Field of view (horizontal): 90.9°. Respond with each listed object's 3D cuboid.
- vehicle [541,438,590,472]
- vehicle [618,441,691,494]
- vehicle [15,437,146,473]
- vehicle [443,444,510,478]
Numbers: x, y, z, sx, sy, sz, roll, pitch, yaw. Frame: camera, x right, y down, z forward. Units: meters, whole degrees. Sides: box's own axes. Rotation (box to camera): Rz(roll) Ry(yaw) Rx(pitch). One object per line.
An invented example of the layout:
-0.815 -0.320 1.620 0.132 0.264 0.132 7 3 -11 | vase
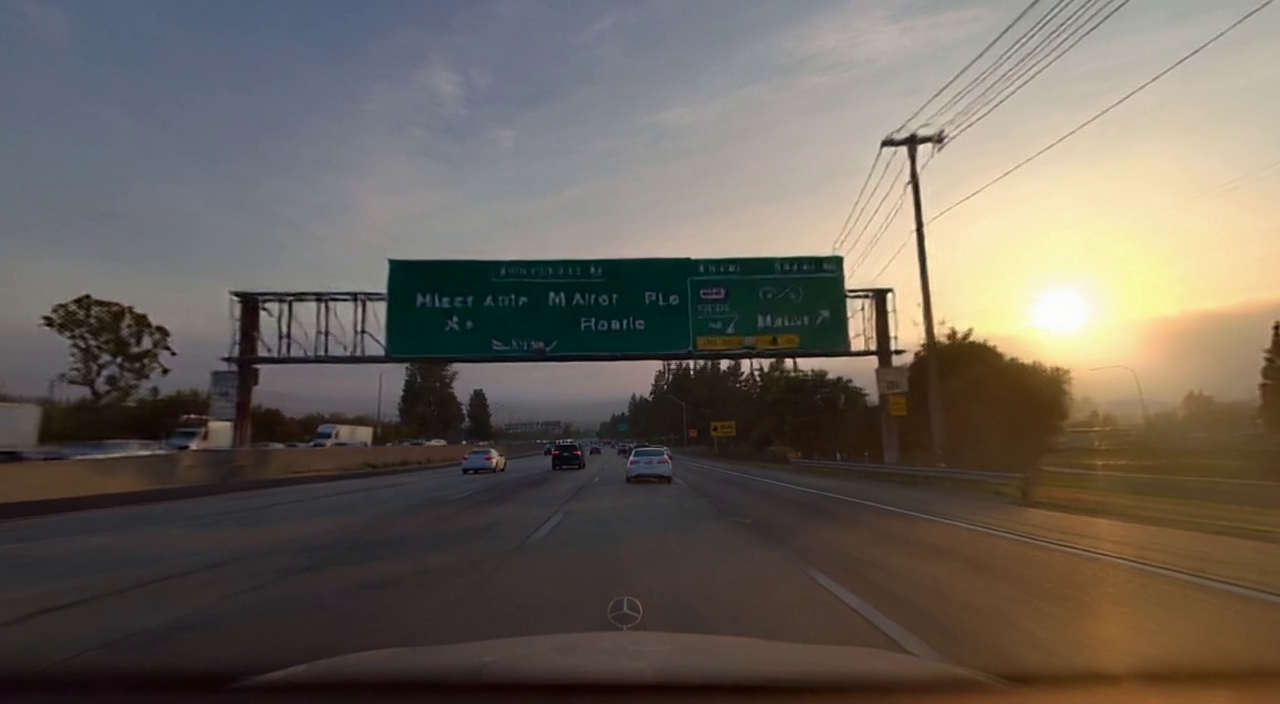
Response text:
-4.051 5.691 35.141 2.289 1.777 4.534 0 -8 -2 | vehicle
0.361 3.605 20.098 2.082 1.482 4.126 0 -8 -2 | vehicle
-31.023 5.692 35.304 2.303 1.824 5.757 0 -8 -3 | vehicle
-7.578 5.089 29.767 1.974 1.464 4.733 0 -8 -1 | vehicle
